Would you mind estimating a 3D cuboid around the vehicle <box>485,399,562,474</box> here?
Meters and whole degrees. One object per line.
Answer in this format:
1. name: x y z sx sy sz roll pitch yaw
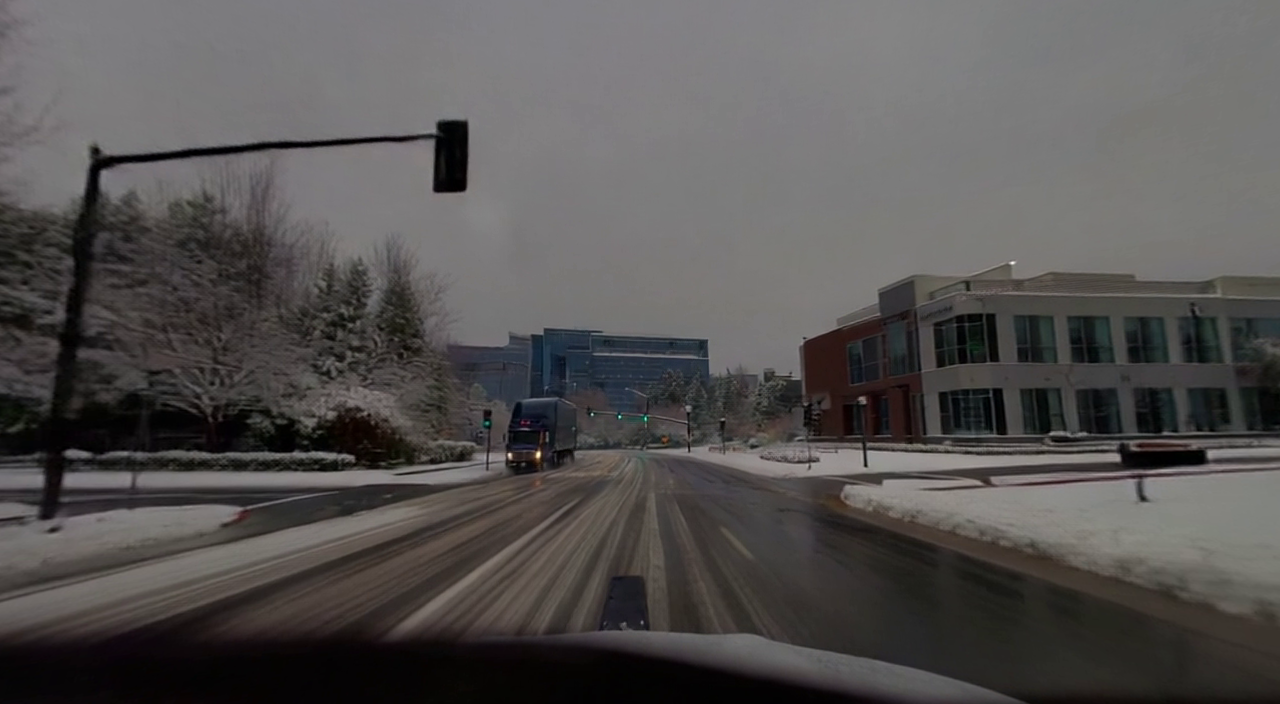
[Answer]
1. vehicle: -6.851 5.189 38.378 3.053 4.058 8.110 0 -9 0
